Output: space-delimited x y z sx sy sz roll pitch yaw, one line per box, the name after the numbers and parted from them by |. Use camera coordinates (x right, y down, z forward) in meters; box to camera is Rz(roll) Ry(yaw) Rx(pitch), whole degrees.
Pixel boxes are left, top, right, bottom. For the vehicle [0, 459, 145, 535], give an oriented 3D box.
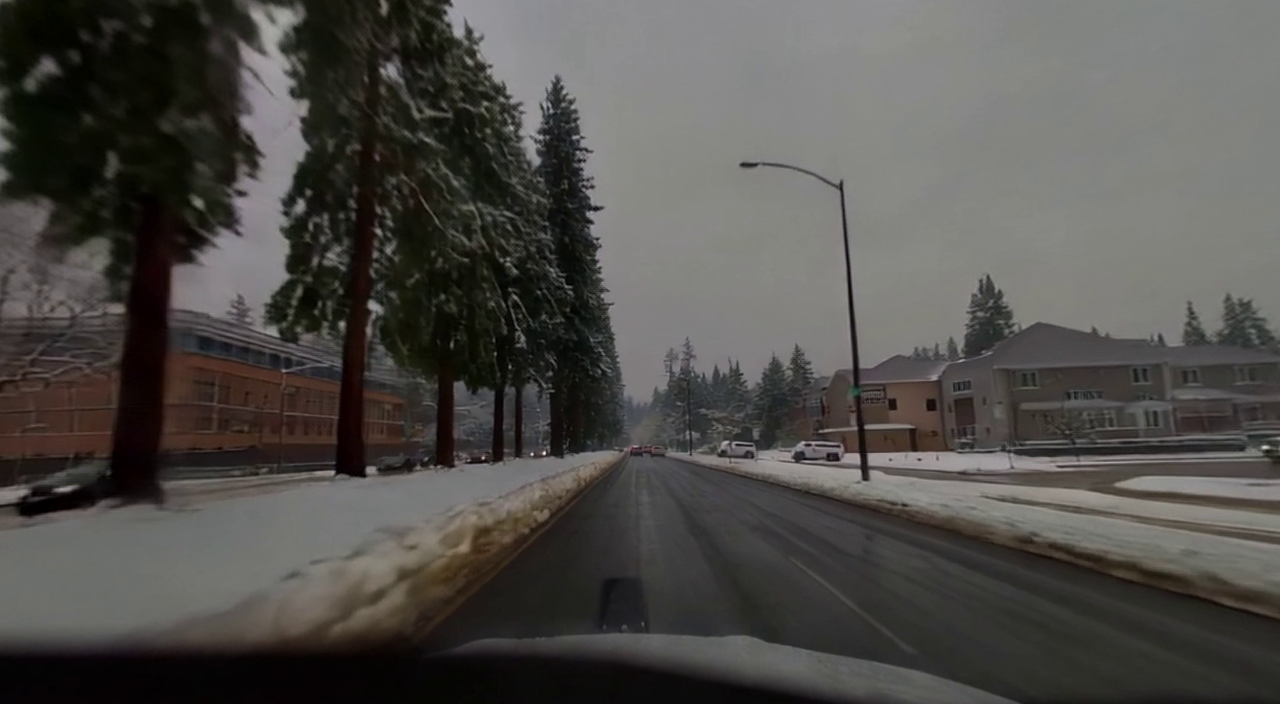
-14.732 3.443 15.414 1.879 1.544 4.144 0 -8 -1 | vehicle

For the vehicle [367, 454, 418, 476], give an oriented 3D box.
-18.516 8.469 47.433 1.938 1.493 4.694 0 -8 0 | vehicle
